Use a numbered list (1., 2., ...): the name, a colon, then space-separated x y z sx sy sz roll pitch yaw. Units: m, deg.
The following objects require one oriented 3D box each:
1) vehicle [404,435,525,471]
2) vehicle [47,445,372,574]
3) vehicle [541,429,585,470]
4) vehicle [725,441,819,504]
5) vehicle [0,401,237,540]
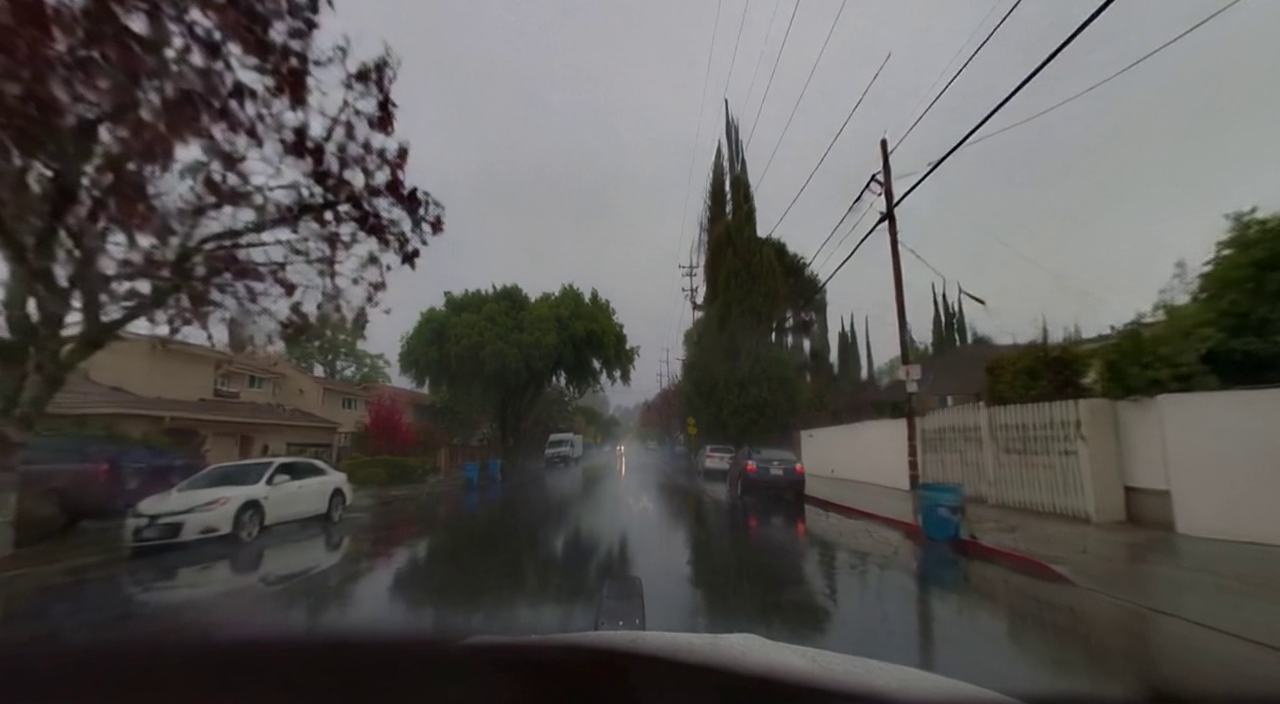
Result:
1. vehicle: -10.551 6.121 38.335 6.540 2.079 2.565 0 -9 1
2. vehicle: -6.595 2.395 10.558 2.062 1.500 4.629 -3 -8 3
3. vehicle: -5.864 7.488 48.674 2.313 2.875 6.057 -3 -9 2
4. vehicle: 3.473 3.236 17.419 1.903 1.500 4.057 0 -9 3
5. vehicle: -11.228 2.116 11.591 2.416 2.211 6.384 -2 -9 14
